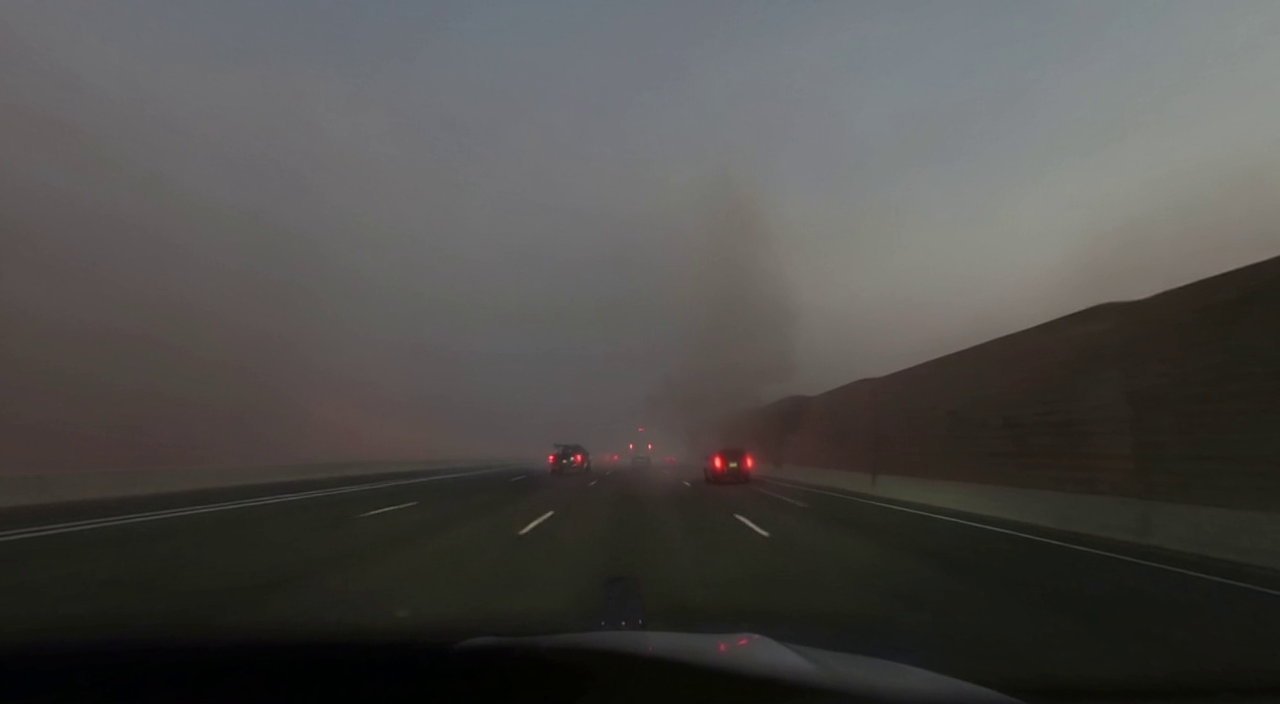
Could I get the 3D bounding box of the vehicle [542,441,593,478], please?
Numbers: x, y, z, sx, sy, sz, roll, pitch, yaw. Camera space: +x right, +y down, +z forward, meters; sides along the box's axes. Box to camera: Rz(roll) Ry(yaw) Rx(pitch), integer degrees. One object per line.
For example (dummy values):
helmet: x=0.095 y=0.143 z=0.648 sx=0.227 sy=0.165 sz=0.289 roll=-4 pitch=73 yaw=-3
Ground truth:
vehicle: x=-3.724 y=5.612 z=33.086 sx=2.014 sy=1.811 sz=4.369 roll=0 pitch=-9 yaw=2

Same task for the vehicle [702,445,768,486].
vehicle: x=3.838 y=4.668 z=26.267 sx=1.973 sy=1.536 sz=4.337 roll=0 pitch=-9 yaw=-2
